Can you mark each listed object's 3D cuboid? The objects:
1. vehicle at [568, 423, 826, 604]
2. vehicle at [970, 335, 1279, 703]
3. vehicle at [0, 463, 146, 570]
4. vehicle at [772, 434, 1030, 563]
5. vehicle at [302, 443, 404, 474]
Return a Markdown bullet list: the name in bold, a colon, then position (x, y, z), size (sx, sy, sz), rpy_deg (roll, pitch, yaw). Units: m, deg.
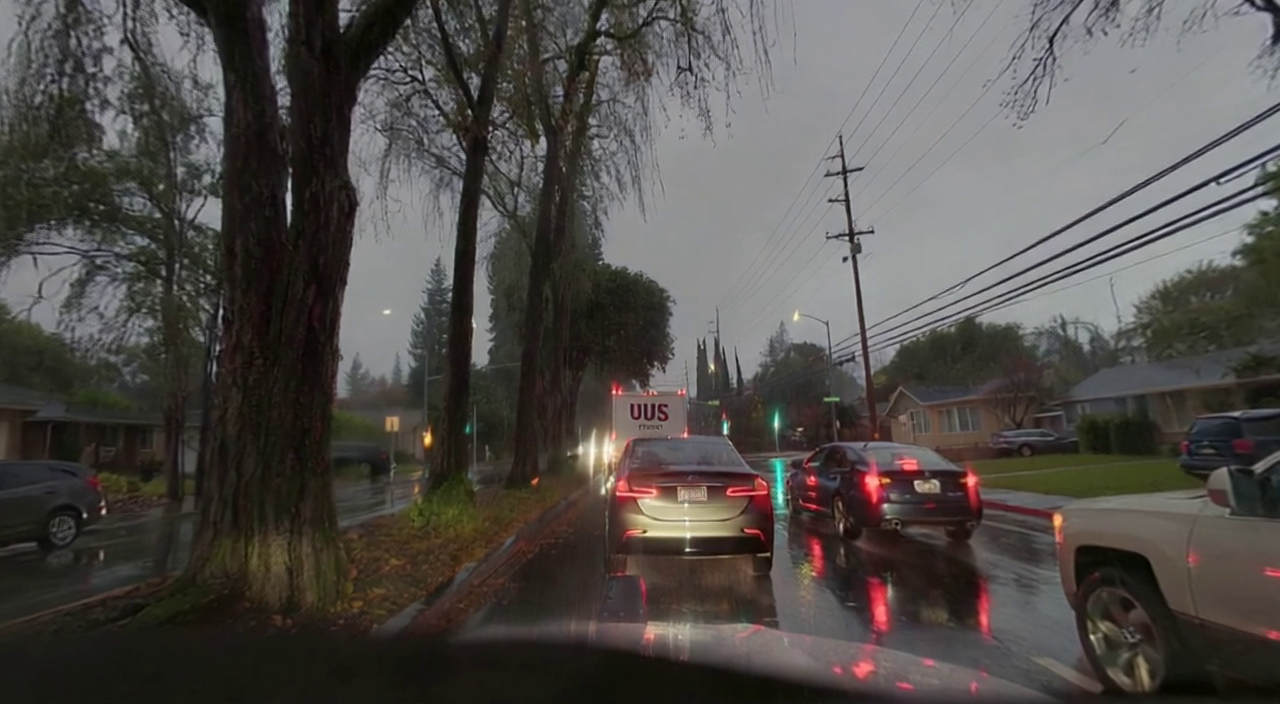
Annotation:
- **vehicle**: position (0.475, 1.684, 7.515), size (2.158, 1.499, 4.377), rpy_deg (0, -8, 0)
- **vehicle**: position (3.304, 0.759, 1.899), size (2.069, 1.722, 4.888), rpy_deg (0, -8, 2)
- **vehicle**: position (-10.353, 2.482, 9.442), size (1.925, 1.482, 4.753), rpy_deg (0, -8, 0)
- **vehicle**: position (3.513, 2.040, 9.581), size (1.993, 1.479, 4.487), rpy_deg (0, -8, 0)
- **vehicle**: position (-17.428, 6.467, 38.247), size (5.274, 1.793, 1.921), rpy_deg (0, -8, 2)
